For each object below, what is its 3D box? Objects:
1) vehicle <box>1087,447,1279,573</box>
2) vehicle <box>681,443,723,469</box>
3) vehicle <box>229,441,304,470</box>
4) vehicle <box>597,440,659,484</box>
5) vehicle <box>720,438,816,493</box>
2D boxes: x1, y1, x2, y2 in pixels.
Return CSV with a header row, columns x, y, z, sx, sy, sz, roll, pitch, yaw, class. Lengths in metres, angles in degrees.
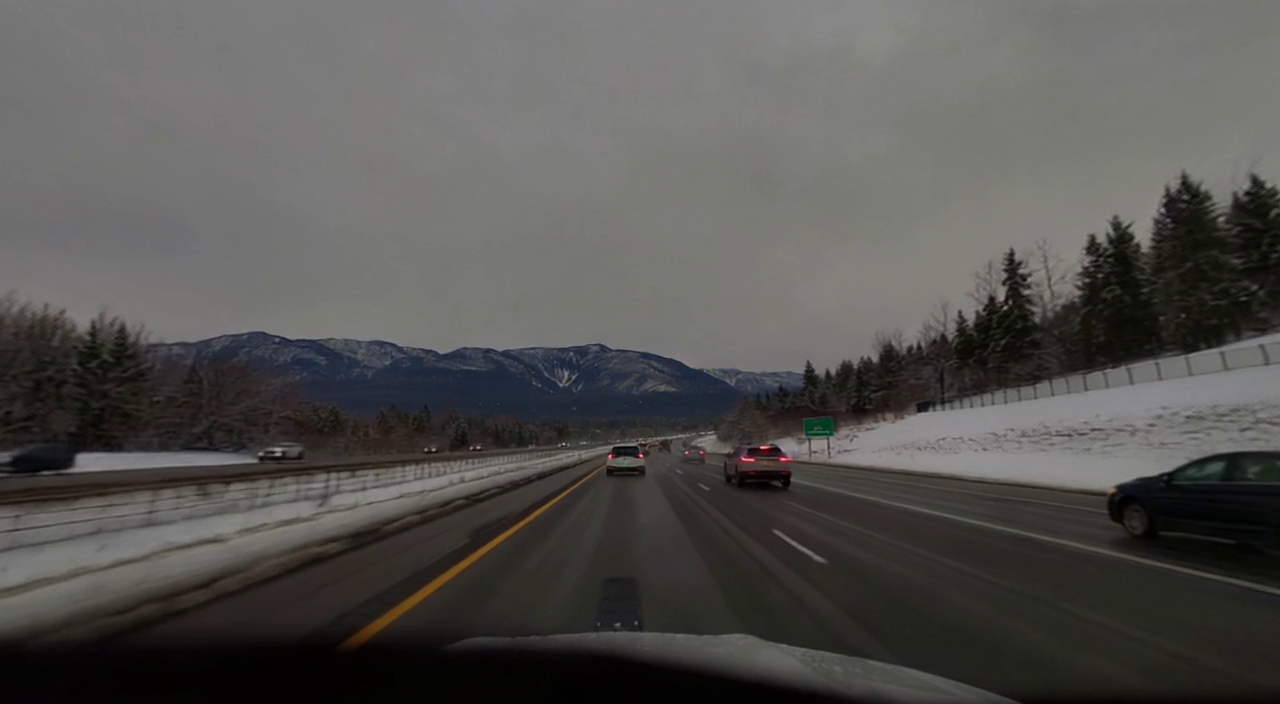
x,y,z,sx,sy,sz,roll,pitch,yaw,class
7.649,1.726,7.071,1.910,1.303,4.462,0,-9,-1,vehicle
3.622,6.145,37.528,1.957,1.447,4.241,0,-9,-1,vehicle
-24.780,6.886,41.984,2.015,1.790,4.770,0,-9,0,vehicle
-0.441,3.980,22.994,2.085,1.449,3.860,0,-9,-1,vehicle
3.793,3.440,19.483,1.949,1.493,4.272,0,-9,-2,vehicle
